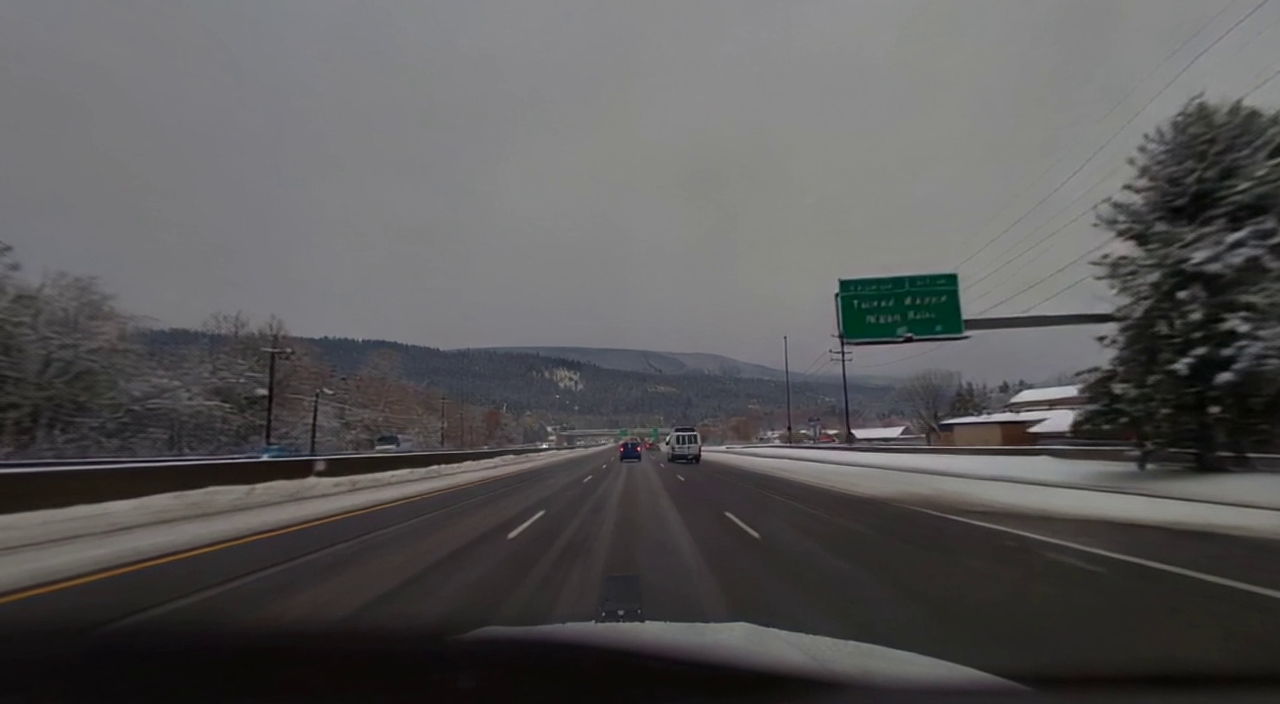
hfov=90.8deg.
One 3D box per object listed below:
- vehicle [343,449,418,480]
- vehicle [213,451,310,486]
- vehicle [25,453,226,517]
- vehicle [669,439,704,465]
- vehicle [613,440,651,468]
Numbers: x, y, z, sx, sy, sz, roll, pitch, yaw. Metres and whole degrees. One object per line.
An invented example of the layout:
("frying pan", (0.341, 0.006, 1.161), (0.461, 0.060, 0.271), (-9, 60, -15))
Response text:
("vehicle", (-13.565, 5.866, 33.314), (1.969, 1.481, 4.595), (0, -9, 0))
("vehicle", (-21.449, 6.590, 36.189), (2.125, 1.793, 5.662), (0, -9, -1))
("vehicle", (-13.571, 3.485, 17.093), (1.848, 1.457, 4.283), (0, -9, -1))
("vehicle", (3.324, 7.264, 45.951), (2.036, 1.796, 4.470), (0, -9, -2))
("vehicle", (-0.533, 6.639, 41.416), (2.325, 1.712, 4.592), (0, -9, -1))
